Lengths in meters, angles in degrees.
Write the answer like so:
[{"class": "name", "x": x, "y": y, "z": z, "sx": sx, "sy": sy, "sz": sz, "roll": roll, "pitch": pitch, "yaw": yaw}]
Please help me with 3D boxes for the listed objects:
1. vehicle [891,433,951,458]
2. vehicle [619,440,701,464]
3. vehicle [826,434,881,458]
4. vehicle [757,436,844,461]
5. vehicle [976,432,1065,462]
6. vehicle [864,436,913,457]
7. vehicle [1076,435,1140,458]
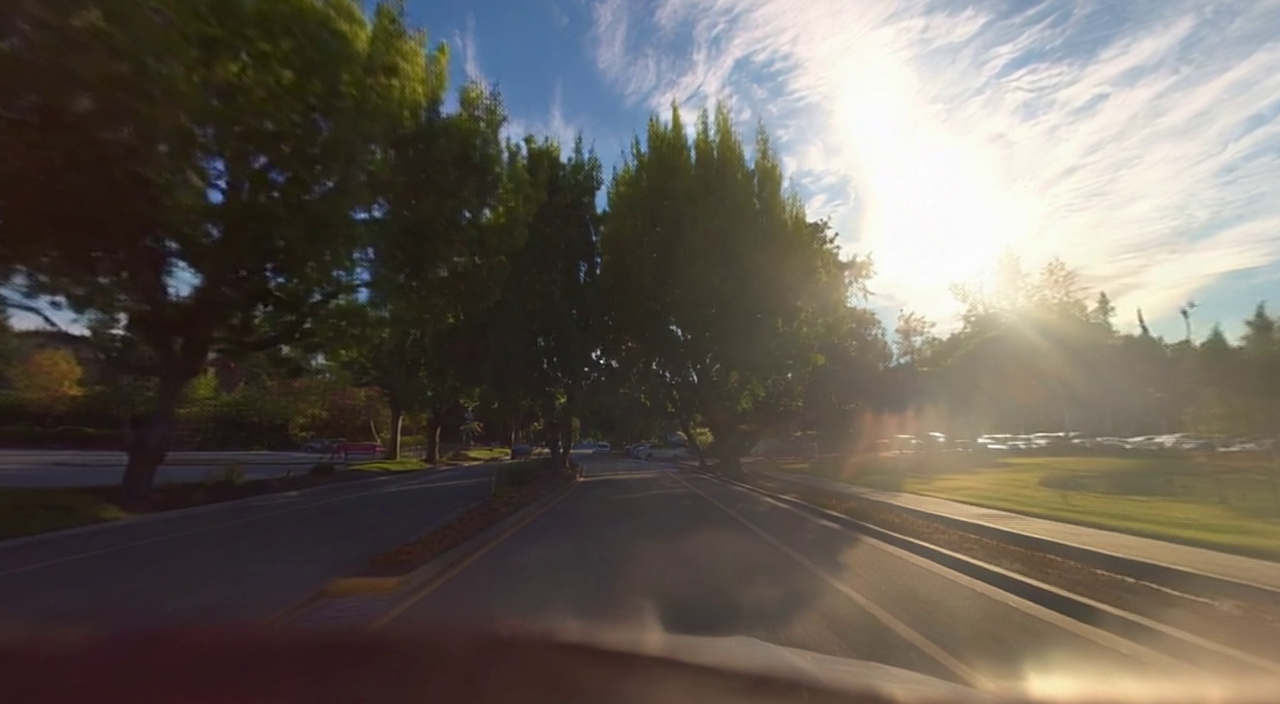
[{"class": "vehicle", "x": 20.670, "y": 6.895, "z": 46.623, "sx": 2.023, "sy": 1.736, "sz": 4.227, "roll": 1, "pitch": -8, "yaw": -8}, {"class": "vehicle", "x": 1.309, "y": 6.593, "z": 41.816, "sx": 4.890, "sy": 1.478, "sz": 2.253, "roll": -6, "pitch": -10, "yaw": 31}, {"class": "vehicle", "x": 15.449, "y": 6.863, "z": 46.064, "sx": 2.073, "sy": 1.642, "sz": 4.468, "roll": 0, "pitch": -8, "yaw": -6}, {"class": "vehicle", "x": 10.088, "y": 6.106, "z": 39.983, "sx": 4.870, "sy": 1.507, "sz": 2.073, "roll": -1, "pitch": -8, "yaw": 0}, {"class": "vehicle", "x": 21.107, "y": 5.297, "z": 35.113, "sx": 3.830, "sy": 1.429, "sz": 1.890, "roll": 4, "pitch": -10, "yaw": -10}, {"class": "vehicle", "x": 17.942, "y": 6.858, "z": 45.729, "sx": 1.673, "sy": 1.436, "sz": 3.700, "roll": 1, "pitch": -8, "yaw": -8}, {"class": "vehicle", "x": 36.077, "y": 7.301, "z": 48.834, "sx": 1.790, "sy": 1.665, "sz": 3.807, "roll": 1, "pitch": -8, "yaw": -4}]
